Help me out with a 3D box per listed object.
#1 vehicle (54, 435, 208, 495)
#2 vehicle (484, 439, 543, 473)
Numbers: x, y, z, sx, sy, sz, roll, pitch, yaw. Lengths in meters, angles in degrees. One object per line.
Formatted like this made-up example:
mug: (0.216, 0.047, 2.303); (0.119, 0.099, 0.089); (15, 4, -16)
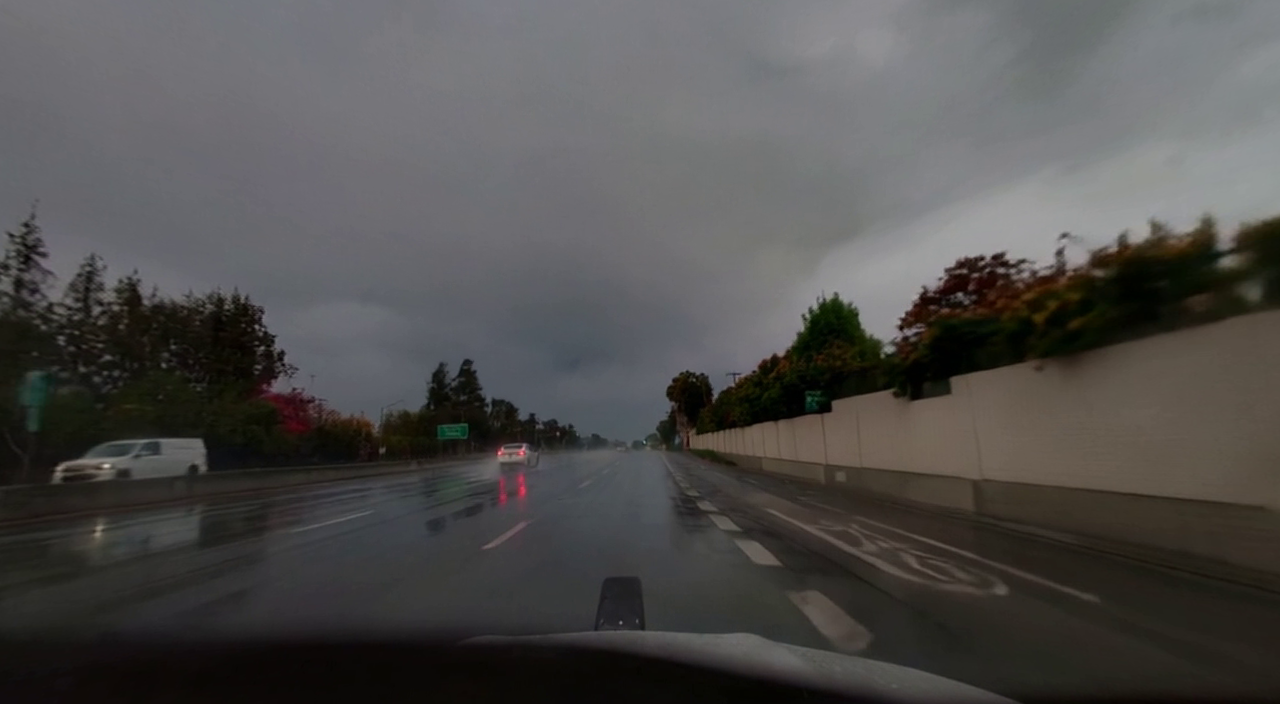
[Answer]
vehicle: (-26.390, 5.827, 33.270); (2.284, 2.792, 6.858); (0, -8, 1)
vehicle: (-6.788, 5.632, 34.540); (2.115, 1.711, 4.722); (0, -8, 2)
